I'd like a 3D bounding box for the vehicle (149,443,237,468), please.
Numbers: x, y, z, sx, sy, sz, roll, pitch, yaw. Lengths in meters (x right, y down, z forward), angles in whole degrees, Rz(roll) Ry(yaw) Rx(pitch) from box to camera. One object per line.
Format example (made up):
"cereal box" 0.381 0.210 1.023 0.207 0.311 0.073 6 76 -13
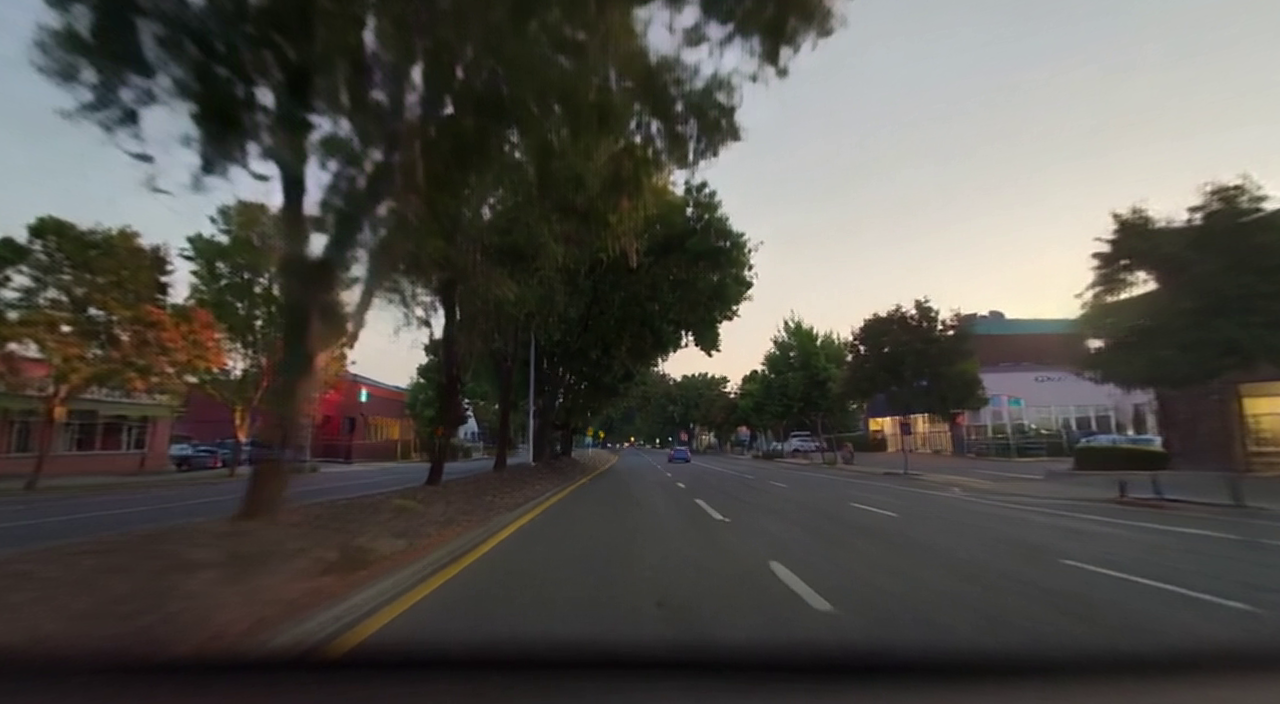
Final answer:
"vehicle" -28.171 6.522 39.898 4.140 1.446 1.888 0 -8 -1
